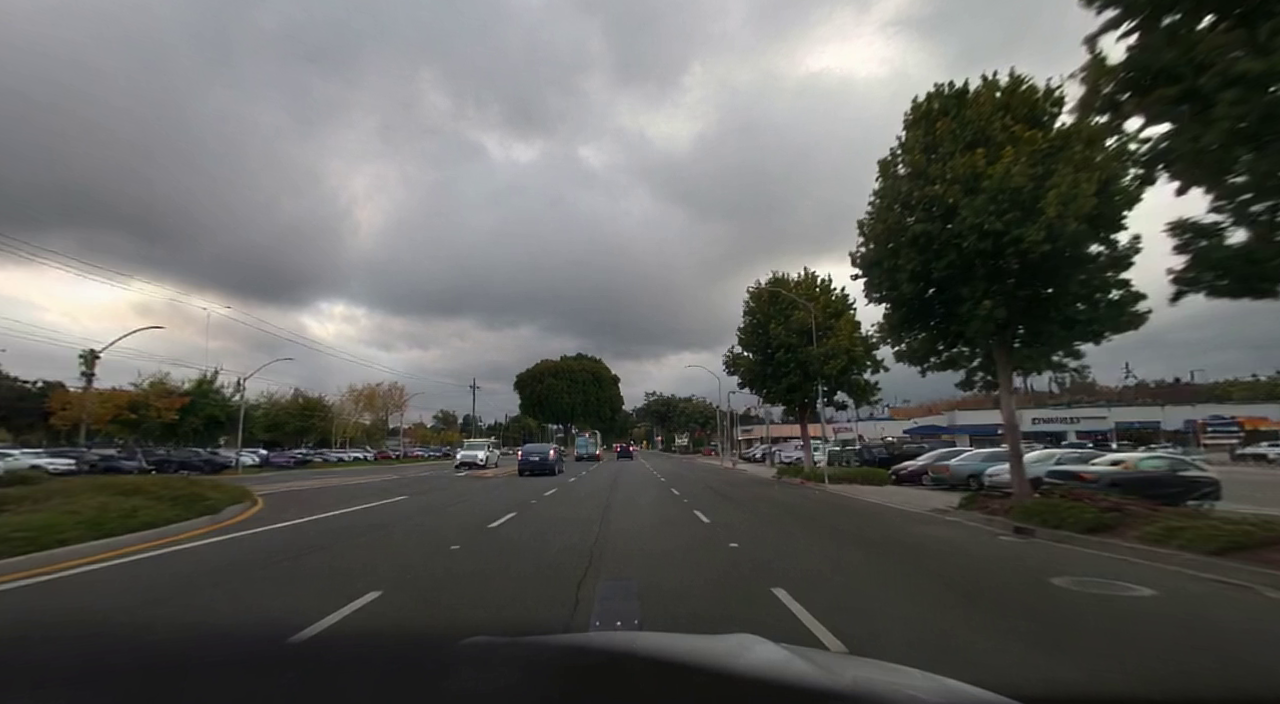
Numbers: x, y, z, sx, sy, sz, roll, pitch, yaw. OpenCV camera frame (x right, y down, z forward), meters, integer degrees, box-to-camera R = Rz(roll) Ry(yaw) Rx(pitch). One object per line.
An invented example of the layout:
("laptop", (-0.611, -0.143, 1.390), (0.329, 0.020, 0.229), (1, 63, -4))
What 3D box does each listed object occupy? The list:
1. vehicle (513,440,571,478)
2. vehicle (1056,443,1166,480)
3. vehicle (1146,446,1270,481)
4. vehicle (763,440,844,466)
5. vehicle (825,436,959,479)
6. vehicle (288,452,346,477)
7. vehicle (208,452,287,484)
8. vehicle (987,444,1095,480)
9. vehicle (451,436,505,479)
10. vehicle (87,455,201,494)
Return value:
("vehicle", (-4.566, 5.063, 30.016), (2.109, 1.672, 4.256), (0, -9, -1))
("vehicle", (22.006, 5.152, 29.625), (1.914, 1.503, 4.226), (-3, -10, 2))
("vehicle", (26.918, 5.330, 30.037), (1.933, 1.489, 4.080), (-1, -10, -3))
("vehicle", (11.783, 7.286, 45.498), (5.426, 1.811, 2.193), (-2, -9, 15))
("vehicle", (11.843, 4.923, 29.724), (5.519, 1.836, 2.138), (-5, -10, 31))
("vehicle", (-23.930, 8.324, 46.882), (1.938, 1.691, 4.696), (0, -9, -2))
("vehicle", (-23.928, 7.048, 38.611), (1.953, 1.789, 4.591), (0, -9, -2))
("vehicle", (18.753, 5.177, 29.740), (1.937, 1.493, 4.612), (-2, -9, -2))
("vehicle", (-8.005, 5.133, 30.785), (2.123, 1.864, 5.553), (2, -9, -18))
("vehicle", (-23.439, 5.768, 30.002), (1.848, 1.607, 4.570), (1, -9, -3))
